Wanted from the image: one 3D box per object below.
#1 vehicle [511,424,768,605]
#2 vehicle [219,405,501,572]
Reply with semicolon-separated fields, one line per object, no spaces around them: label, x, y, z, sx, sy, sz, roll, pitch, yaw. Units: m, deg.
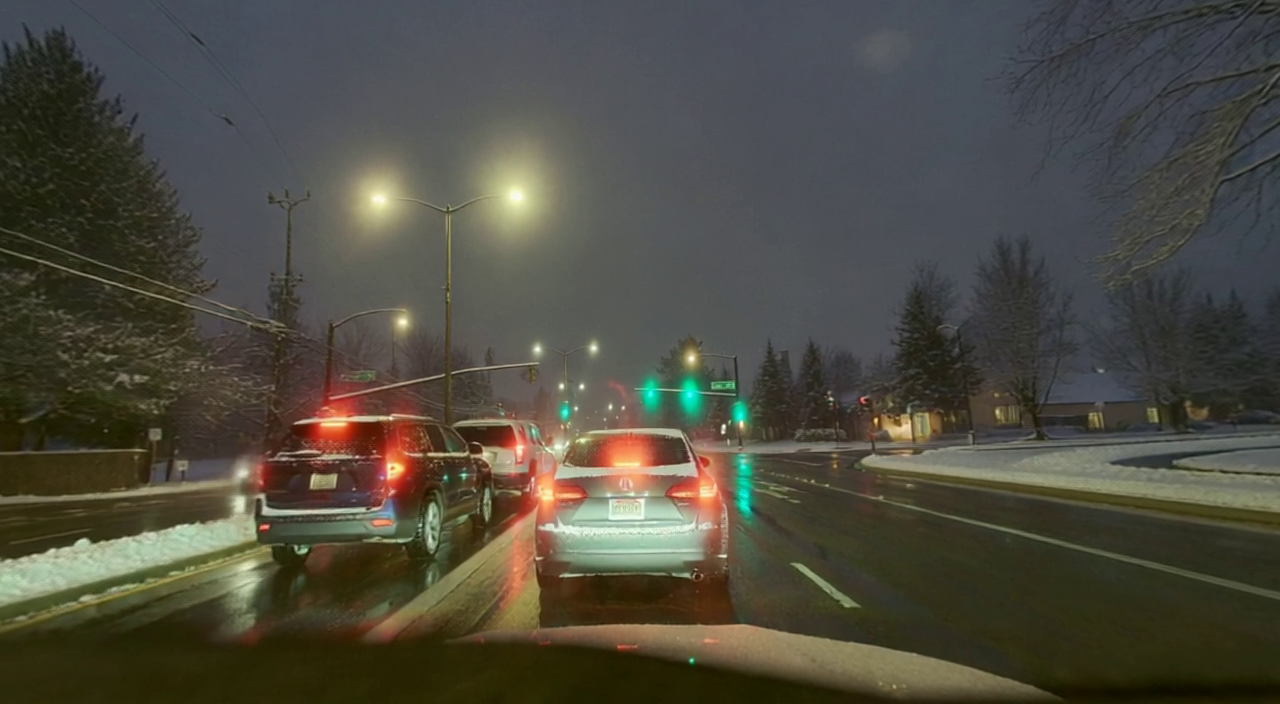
vehicle;-0.057;1.642;7.298;2.126;1.475;3.967;0;-8;-2
vehicle;-3.428;1.754;8.853;2.046;1.751;4.208;0;-8;-1
